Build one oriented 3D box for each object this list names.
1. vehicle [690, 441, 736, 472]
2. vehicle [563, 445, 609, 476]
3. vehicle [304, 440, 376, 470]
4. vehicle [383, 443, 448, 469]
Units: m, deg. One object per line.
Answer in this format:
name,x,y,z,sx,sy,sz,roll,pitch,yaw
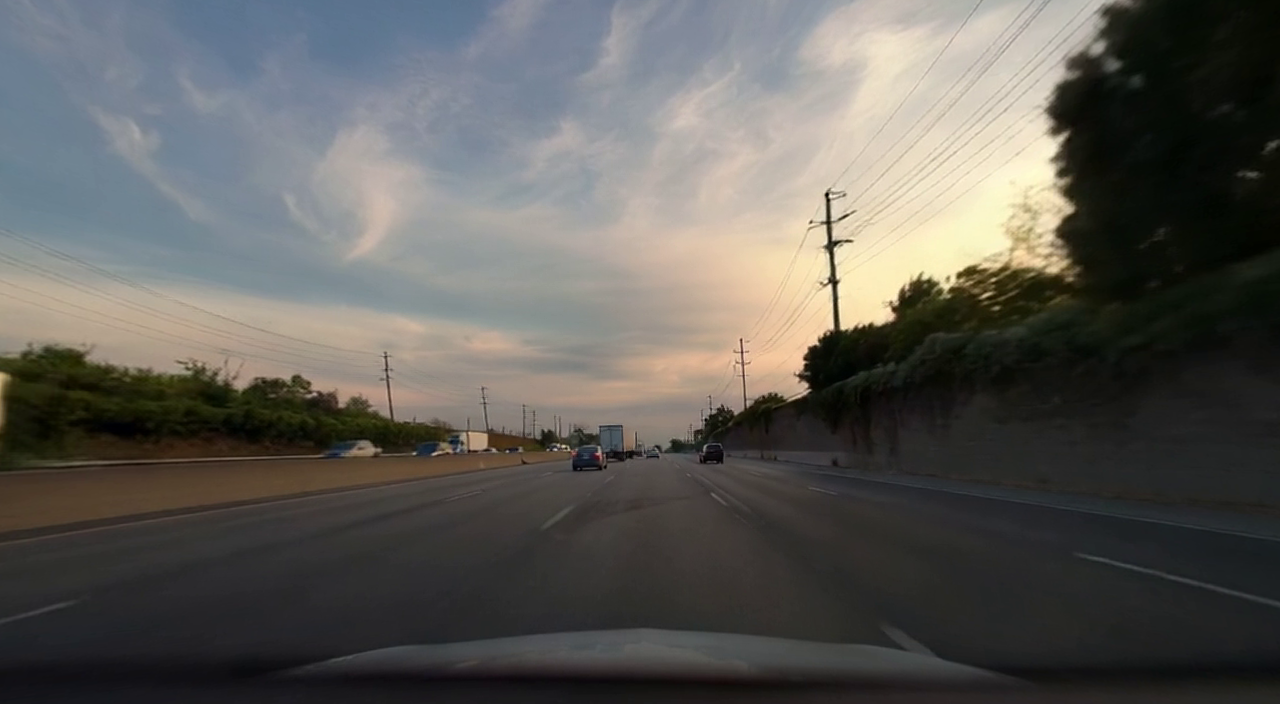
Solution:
vehicle,4.463,6.454,39.223,2.214,1.799,4.627,0,-9,0
vehicle,-2.825,5.742,33.566,2.004,1.498,4.043,0,-9,1
vehicle,-18.648,6.402,39.422,2.054,1.736,4.714,0,-9,2
vehicle,-14.581,6.784,41.204,2.427,1.537,4.519,0,-9,2
